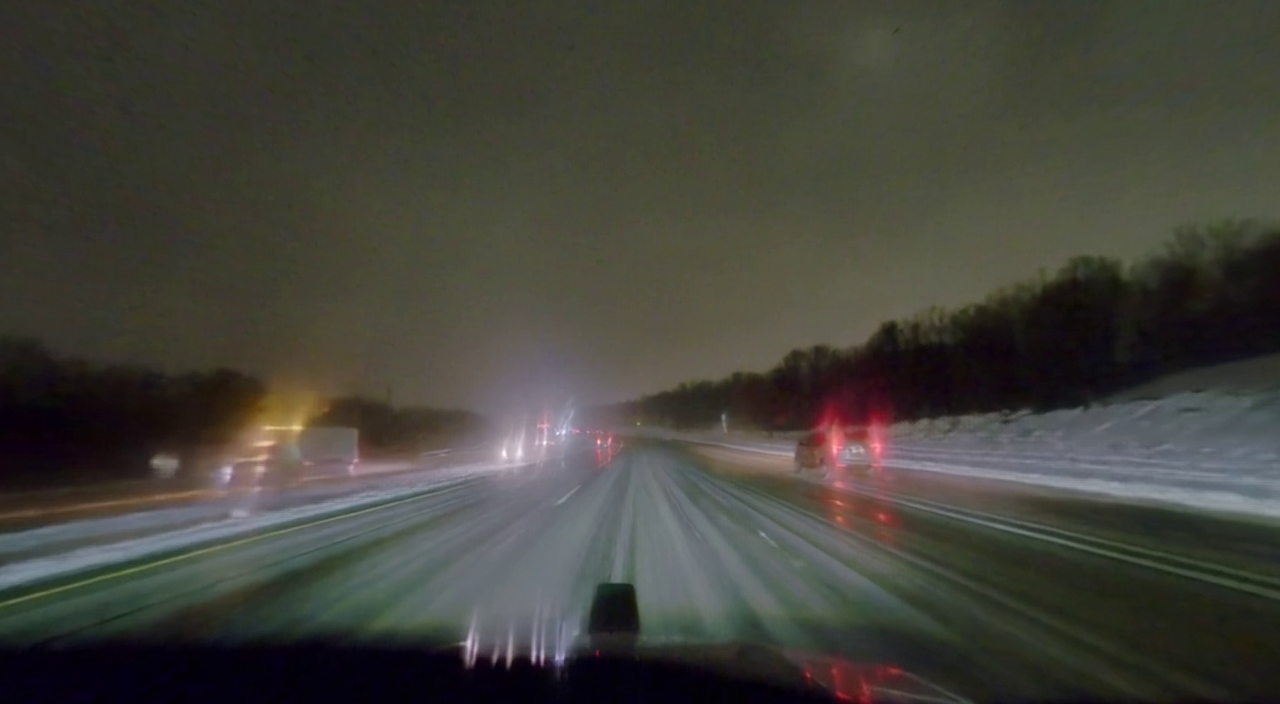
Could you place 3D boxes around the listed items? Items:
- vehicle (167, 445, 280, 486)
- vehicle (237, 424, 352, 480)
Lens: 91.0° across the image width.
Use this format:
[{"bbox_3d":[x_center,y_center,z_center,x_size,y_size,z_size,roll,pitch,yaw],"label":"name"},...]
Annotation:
[{"bbox_3d":[-20.004,5.418,30.548,2.098,1.777,4.982,-1,-8,0],"label":"vehicle"},{"bbox_3d":[-20.275,5.890,37.553,2.645,2.971,7.289,-1,-8,0],"label":"vehicle"}]
